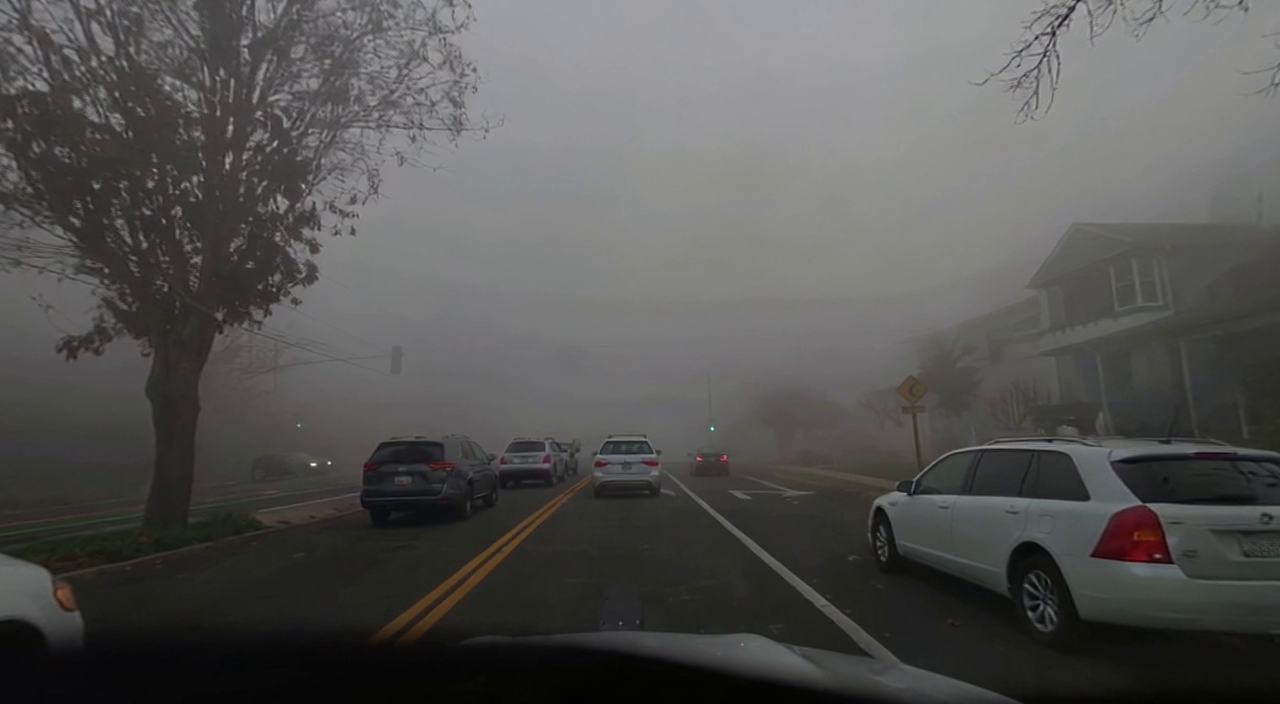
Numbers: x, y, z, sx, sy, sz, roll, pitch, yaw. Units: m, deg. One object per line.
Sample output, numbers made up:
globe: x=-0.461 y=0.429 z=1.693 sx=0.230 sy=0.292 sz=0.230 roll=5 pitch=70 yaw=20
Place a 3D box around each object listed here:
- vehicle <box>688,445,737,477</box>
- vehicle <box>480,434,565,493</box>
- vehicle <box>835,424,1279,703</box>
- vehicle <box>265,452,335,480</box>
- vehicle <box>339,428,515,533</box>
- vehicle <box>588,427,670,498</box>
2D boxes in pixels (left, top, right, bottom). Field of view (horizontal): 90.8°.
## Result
vehicle: x=3.525 y=5.379 z=31.453 sx=1.880 sy=1.476 sz=3.932 roll=0 pitch=-8 yaw=-1
vehicle: x=-3.661 y=3.539 z=20.395 sx=1.932 sy=1.695 sz=4.150 roll=0 pitch=-8 yaw=0
vehicle: x=3.486 y=1.458 z=5.612 sx=1.977 sy=1.480 sz=4.589 roll=0 pitch=-8 yaw=-1
vehicle: x=-22.316 y=7.474 z=41.676 sx=2.060 sy=1.643 sz=4.623 roll=0 pitch=-8 yaw=0
vehicle: x=-3.713 y=2.296 z=11.925 sx=1.864 sy=1.576 sz=4.324 roll=0 pitch=-8 yaw=-1
vehicle: x=-0.293 y=3.245 z=18.963 sx=2.164 sy=1.867 sz=4.254 roll=0 pitch=-8 yaw=0
